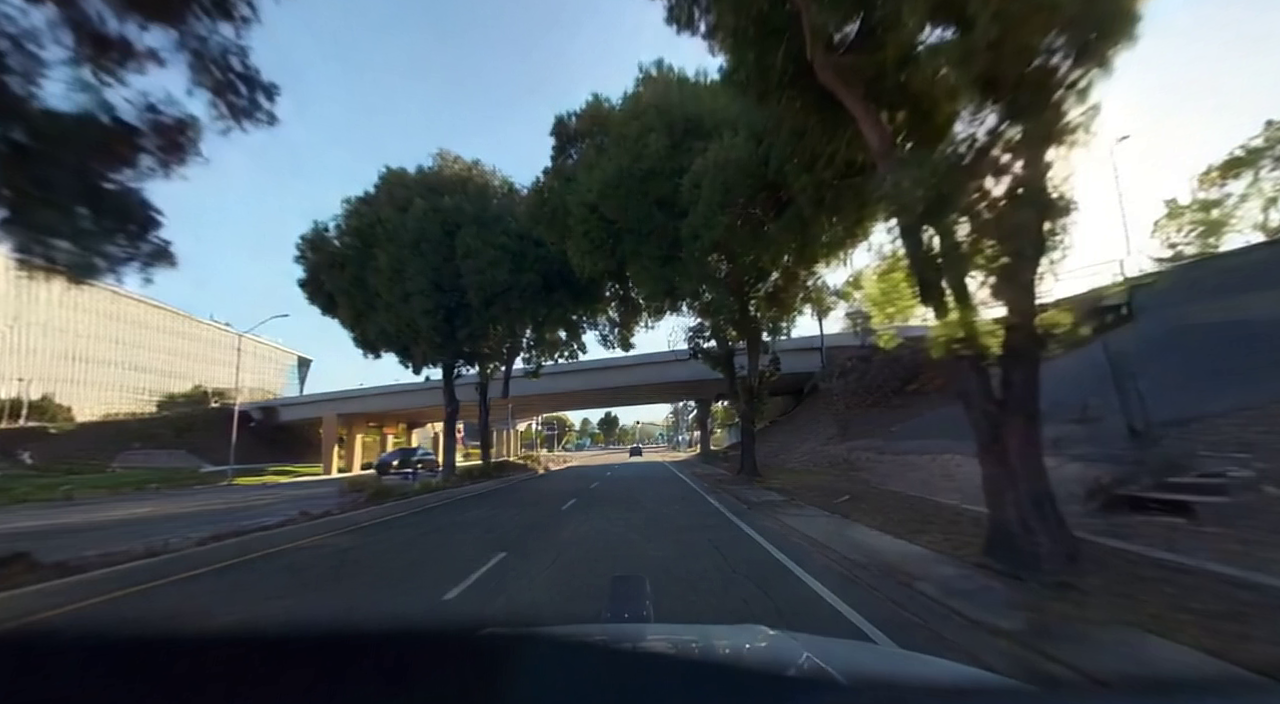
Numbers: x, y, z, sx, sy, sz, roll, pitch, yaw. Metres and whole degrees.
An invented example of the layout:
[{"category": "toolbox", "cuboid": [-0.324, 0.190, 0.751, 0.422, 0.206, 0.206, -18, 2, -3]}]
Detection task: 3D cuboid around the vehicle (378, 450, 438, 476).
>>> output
[{"category": "vehicle", "cuboid": [-14.321, 6.868, 39.188, 1.983, 1.461, 4.542, 0, -8, 1]}]
